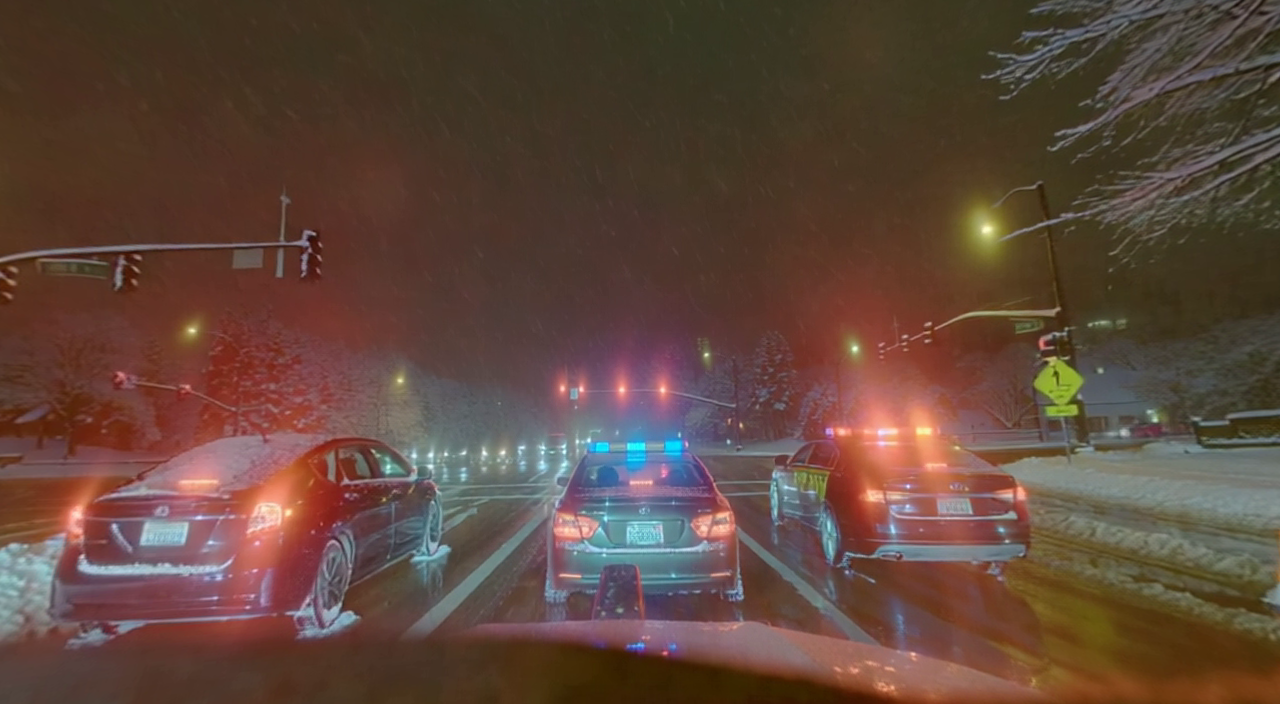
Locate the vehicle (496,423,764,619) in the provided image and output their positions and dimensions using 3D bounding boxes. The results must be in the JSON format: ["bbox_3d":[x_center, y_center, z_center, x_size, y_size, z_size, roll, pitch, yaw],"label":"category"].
[{"bbox_3d":[-0.123,1.631,7.102,2.061,1.486,4.332,0,-8,-1],"label":"vehicle"}]

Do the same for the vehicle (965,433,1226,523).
[{"bbox_3d":[9.359,2.586,13.595,1.957,1.576,4.670,0,-9,-3],"label":"vehicle"}]

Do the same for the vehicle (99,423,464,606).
[{"bbox_3d":[-3.607,1.680,7.387,1.863,1.526,4.006,0,-8,1],"label":"vehicle"}]

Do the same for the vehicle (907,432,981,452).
[{"bbox_3d":[24.039,7.132,49.852,4.827,1.484,1.883,0,-9,1],"label":"vehicle"}]
